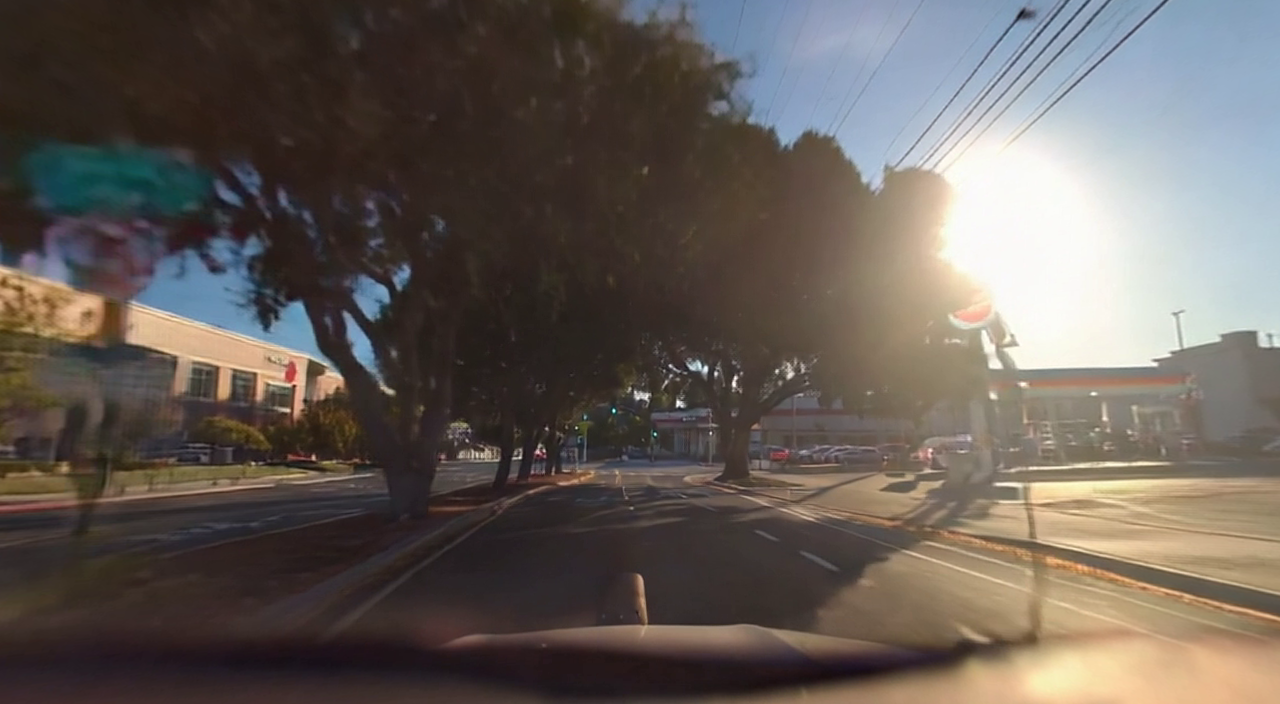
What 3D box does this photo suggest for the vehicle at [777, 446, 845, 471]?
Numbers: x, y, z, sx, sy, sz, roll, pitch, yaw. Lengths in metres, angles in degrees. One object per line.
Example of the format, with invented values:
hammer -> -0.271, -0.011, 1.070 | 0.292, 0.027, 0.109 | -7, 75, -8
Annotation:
vehicle -> 12.858, 7.998, 47.760 | 4.444, 1.815, 2.239 | 0, -8, 0

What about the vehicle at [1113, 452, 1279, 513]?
vehicle -> 17.942, 4.125, 20.413 | 2.041, 1.674, 4.301 | 2, -9, 2

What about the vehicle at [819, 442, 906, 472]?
vehicle -> 14.686, 6.993, 41.904 | 4.996, 1.720, 2.027 | 1, -11, 2

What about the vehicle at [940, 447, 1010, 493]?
vehicle -> 15.281, 5.277, 28.694 | 2.086, 1.845, 4.694 | -6, -11, 35
